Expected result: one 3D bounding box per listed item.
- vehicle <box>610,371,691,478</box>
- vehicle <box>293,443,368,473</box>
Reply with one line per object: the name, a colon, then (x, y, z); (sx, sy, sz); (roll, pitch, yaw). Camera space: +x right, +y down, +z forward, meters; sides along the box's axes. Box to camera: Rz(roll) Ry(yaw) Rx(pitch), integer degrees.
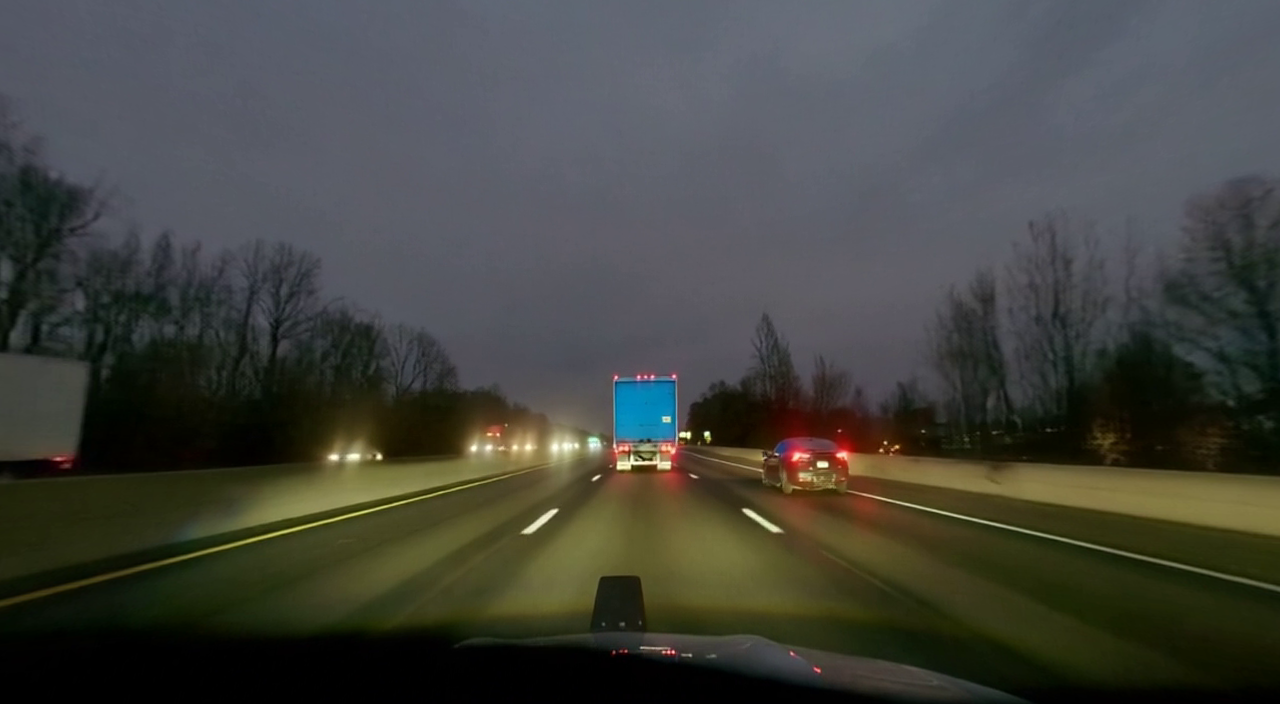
vehicle: (0.408, 3.469, 28.891); (3.010, 4.039, 10.481); (0, -8, 0)
vehicle: (-16.828, 5.748, 34.374); (1.859, 1.495, 4.440); (0, -8, 0)
